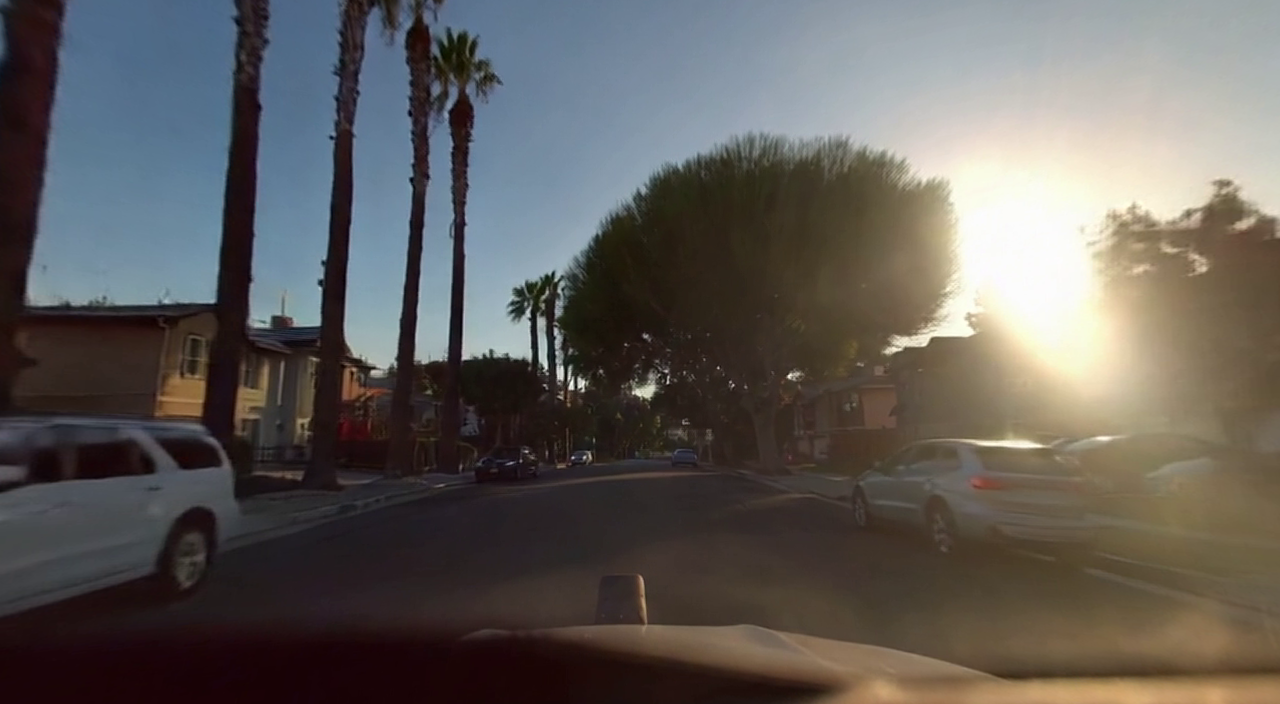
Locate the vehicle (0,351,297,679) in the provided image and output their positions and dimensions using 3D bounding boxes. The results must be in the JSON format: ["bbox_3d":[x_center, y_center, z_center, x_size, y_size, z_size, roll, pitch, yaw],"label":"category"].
[{"bbox_3d":[-4.842,1.124,4.580,2.149,1.877,5.082,-2,-8,-4],"label":"vehicle"}]

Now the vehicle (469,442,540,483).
[{"bbox_3d":[-5.629,4.626,26.864,2.079,1.486,4.877,-2,-8,-1],"label":"vehicle"}]

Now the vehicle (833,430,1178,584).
[{"bbox_3d":[4.450,1.930,8.779,1.991,1.554,4.501,0,-9,-2],"label":"vehicle"}]
